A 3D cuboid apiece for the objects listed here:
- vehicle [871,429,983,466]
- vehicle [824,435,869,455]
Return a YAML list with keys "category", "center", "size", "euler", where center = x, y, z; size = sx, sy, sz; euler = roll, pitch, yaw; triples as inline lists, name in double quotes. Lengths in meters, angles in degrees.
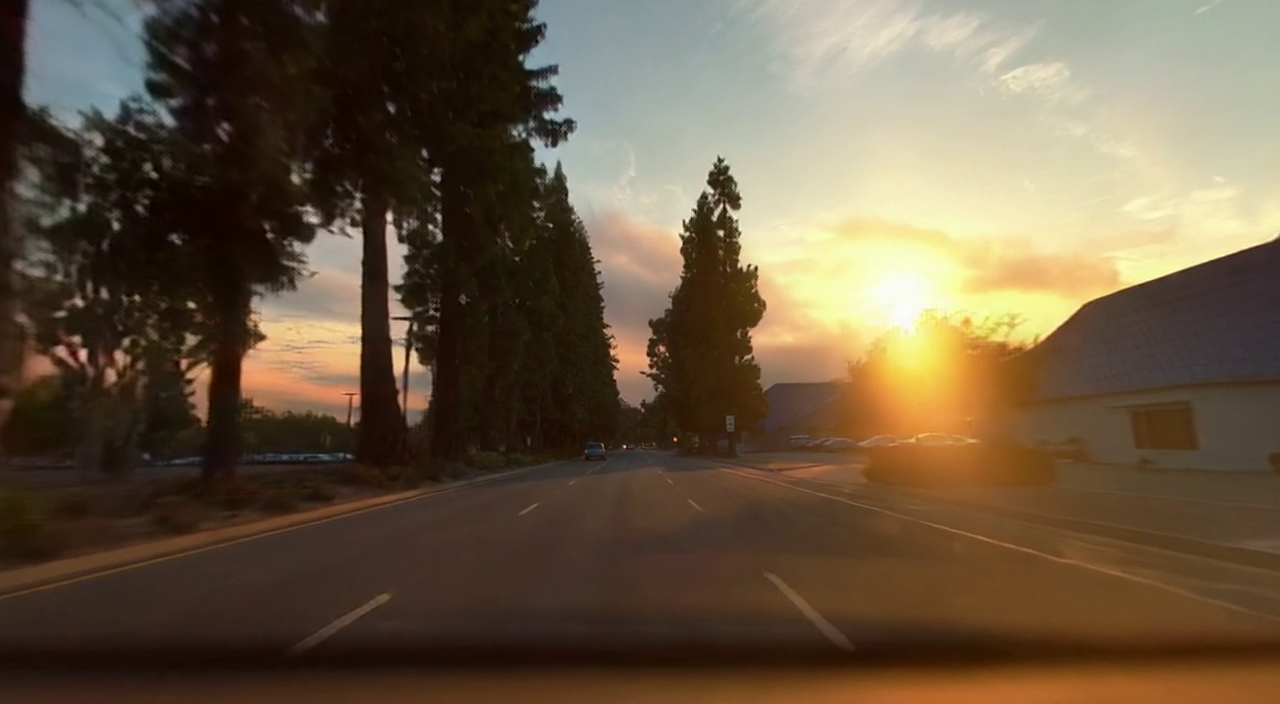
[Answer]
- category: "vehicle"
  center: [12.450, 4.144, 27.285]
  size: [4.630, 1.461, 1.817]
  euler: [4, -9, -26]
- category: "vehicle"
  center: [16.050, 7.298, 49.295]
  size: [1.968, 1.511, 4.497]
  euler: [0, -9, 0]
